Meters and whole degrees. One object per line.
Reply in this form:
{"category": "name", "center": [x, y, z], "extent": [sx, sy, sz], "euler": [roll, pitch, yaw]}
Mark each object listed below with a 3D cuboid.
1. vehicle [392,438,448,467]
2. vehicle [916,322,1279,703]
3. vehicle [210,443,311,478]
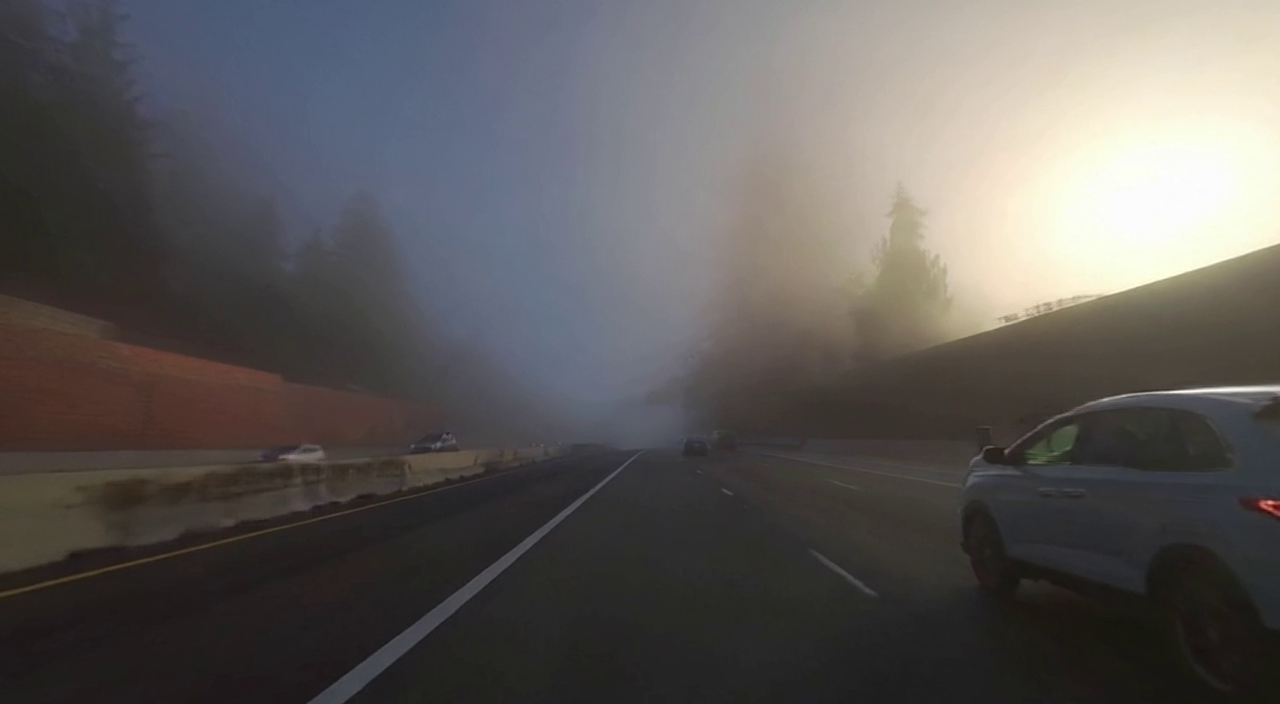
{"category": "vehicle", "center": [-13.781, 6.296, 39.716], "extent": [1.915, 1.699, 4.344], "euler": [0, -8, 0]}
{"category": "vehicle", "center": [3.900, 0.951, 3.995], "extent": [2.190, 1.783, 4.637], "euler": [0, -8, 0]}
{"category": "vehicle", "center": [-17.324, 4.940, 29.069], "extent": [1.859, 1.467, 4.486], "euler": [0, -8, 0]}
